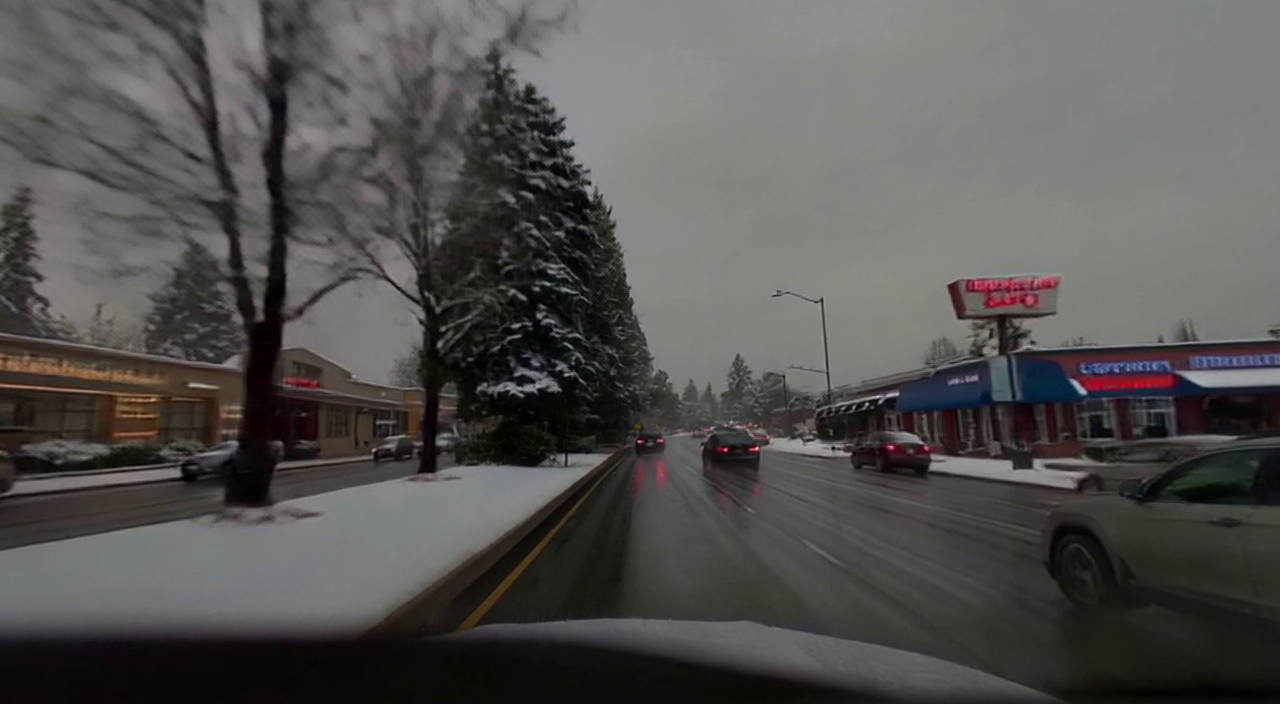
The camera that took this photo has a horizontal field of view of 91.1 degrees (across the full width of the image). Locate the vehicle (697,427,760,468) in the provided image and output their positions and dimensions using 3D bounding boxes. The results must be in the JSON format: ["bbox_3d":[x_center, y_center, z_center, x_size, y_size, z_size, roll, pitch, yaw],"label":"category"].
[{"bbox_3d":[3.812,4.236,27.890,2.115,1.692,4.189,0,-8,-1],"label":"vehicle"}]

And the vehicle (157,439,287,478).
[{"bbox_3d":[-18.675,4.749,28.482,2.034,1.532,5.548,0,-8,1],"label":"vehicle"}]

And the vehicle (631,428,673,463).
[{"bbox_3d":[0.578,4.842,32.645,2.098,1.682,3.778,0,-8,0],"label":"vehicle"}]

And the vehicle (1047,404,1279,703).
[{"bbox_3d":[3.982,0.889,2.322,1.908,1.463,4.506,0,-8,0],"label":"vehicle"}]

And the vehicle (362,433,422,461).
[{"bbox_3d":[-18.831,7.211,47.940,2.488,1.752,4.991,-2,-6,1],"label":"vehicle"}]

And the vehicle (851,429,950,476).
[{"bbox_3d":[10.495,4.092,25.746,2.123,1.726,4.520,0,-8,0],"label":"vehicle"}]
